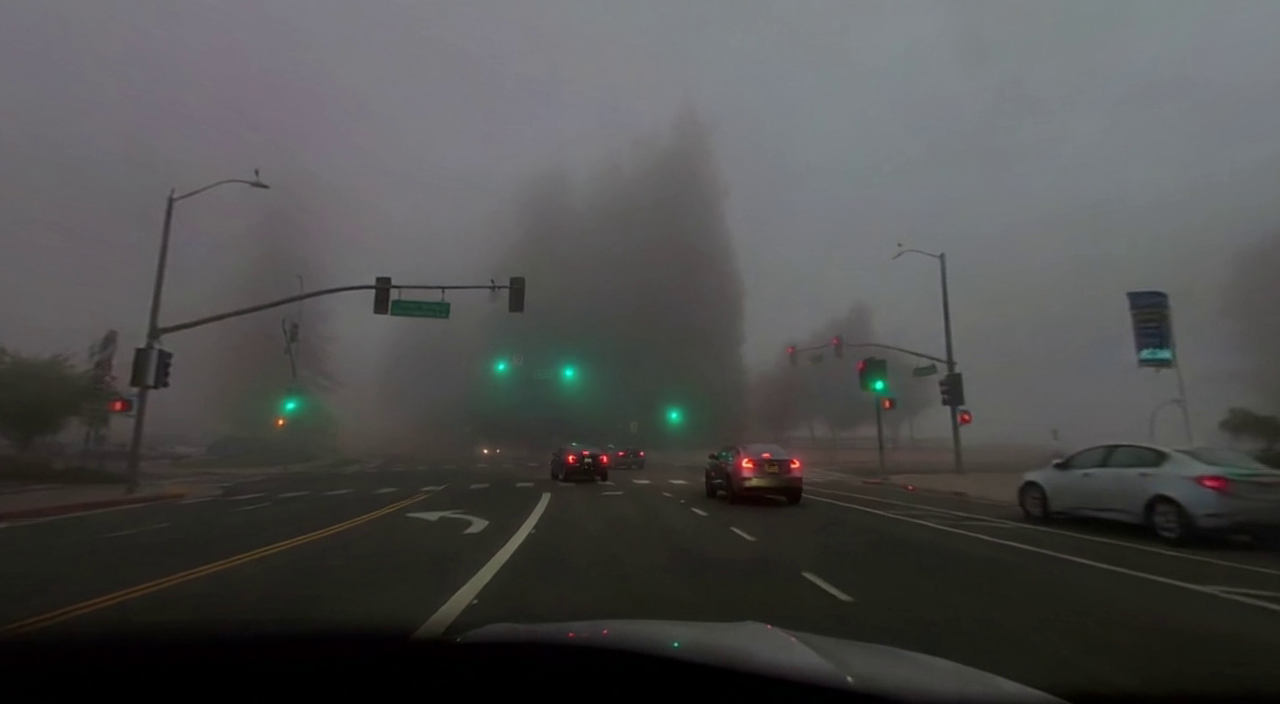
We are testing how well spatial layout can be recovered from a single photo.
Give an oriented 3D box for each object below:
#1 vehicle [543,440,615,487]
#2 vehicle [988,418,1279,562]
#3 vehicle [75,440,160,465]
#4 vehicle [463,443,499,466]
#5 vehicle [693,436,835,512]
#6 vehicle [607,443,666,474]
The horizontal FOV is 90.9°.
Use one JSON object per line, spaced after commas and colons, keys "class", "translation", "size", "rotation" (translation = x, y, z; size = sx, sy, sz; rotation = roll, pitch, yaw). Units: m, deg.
{"class": "vehicle", "translation": [-2.419, 4.145, 23.840], "size": [2.308, 1.535, 4.811], "rotation": [2, -9, -10]}
{"class": "vehicle", "translation": [7.416, 1.819, 9.095], "size": [1.933, 1.522, 4.443], "rotation": [1, -9, -5]}
{"class": "vehicle", "translation": [-34.177, 6.573, 41.311], "size": [3.796, 1.595, 1.808], "rotation": [3, -9, -21]}
{"class": "vehicle", "translation": [-11.982, 7.676, 47.305], "size": [2.012, 1.492, 4.079], "rotation": [5, -8, -21]}
{"class": "vehicle", "translation": [2.677, 2.763, 14.853], "size": [1.984, 1.476, 4.488], "rotation": [1, -9, -6]}
{"class": "vehicle", "translation": [-0.275, 5.483, 32.725], "size": [1.957, 1.463, 4.701], "rotation": [2, -9, -14]}
